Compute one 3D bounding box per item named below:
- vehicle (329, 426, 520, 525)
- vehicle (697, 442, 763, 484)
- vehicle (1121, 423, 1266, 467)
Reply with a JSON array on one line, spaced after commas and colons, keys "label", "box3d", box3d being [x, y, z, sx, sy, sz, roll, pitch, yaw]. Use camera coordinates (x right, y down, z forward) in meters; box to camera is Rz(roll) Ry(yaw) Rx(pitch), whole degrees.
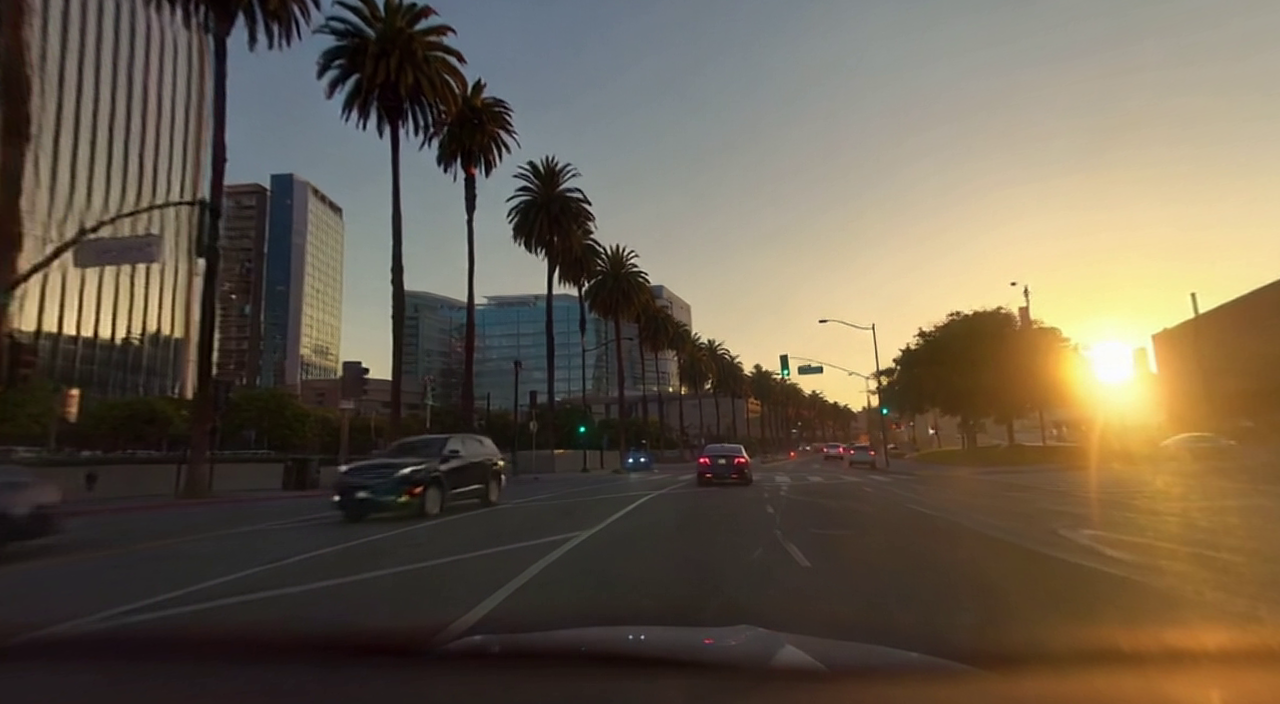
[{"label": "vehicle", "box3d": [-4.373, 2.571, 13.727, 2.013, 1.746, 4.366, -2, -9, 10]}, {"label": "vehicle", "box3d": [3.600, 4.288, 24.716, 2.096, 1.492, 4.071, -2, -9, 14]}, {"label": "vehicle", "box3d": [25.195, 4.238, 28.865, 5.049, 1.861, 2.081, 1, -9, -9]}]
